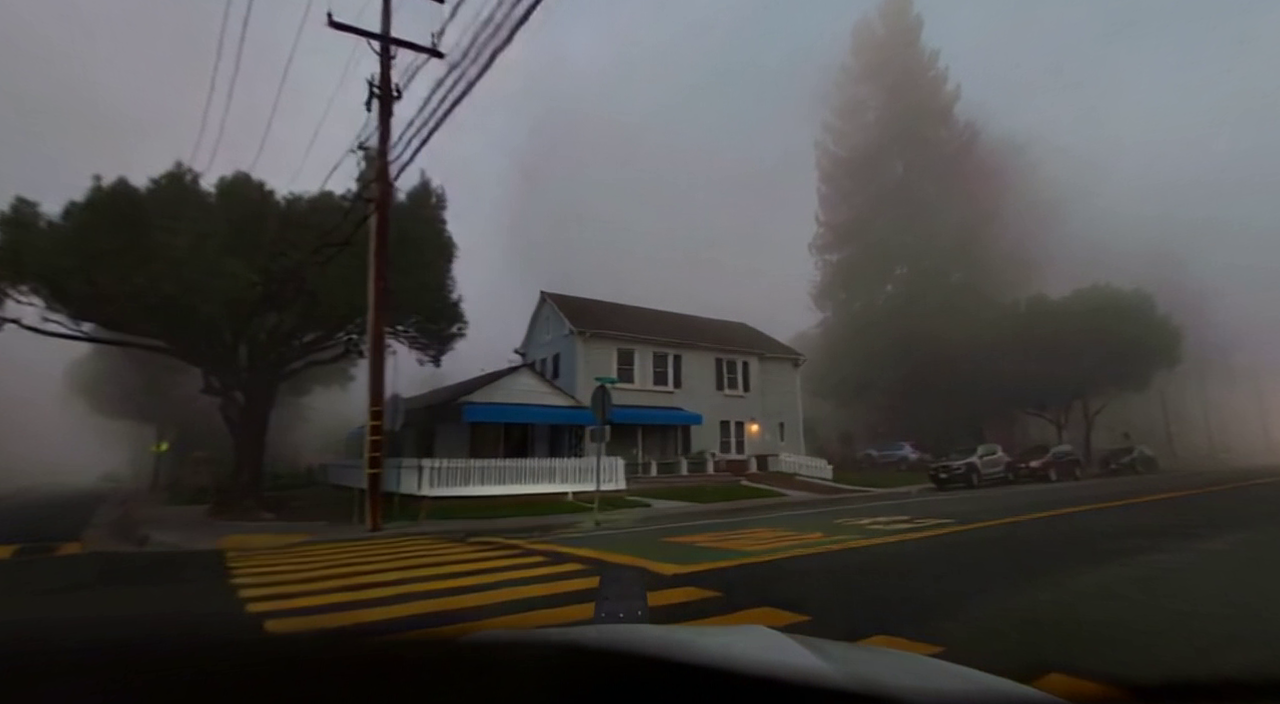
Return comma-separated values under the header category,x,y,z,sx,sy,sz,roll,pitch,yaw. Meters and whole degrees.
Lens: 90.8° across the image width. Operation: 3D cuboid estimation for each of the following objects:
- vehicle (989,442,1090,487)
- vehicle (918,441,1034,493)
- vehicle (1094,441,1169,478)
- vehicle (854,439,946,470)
category,x,y,z,sx,sy,sz,roll,pitch,yaw
vehicle,16.935,4.697,26.731,4.318,1.723,1.913,6,-10,-34
vehicle,12.661,4.245,23.733,4.509,1.775,1.975,6,-11,-36
vehicle,26.206,5.674,33.621,4.274,1.785,1.970,6,-11,-37
vehicle,15.239,6.020,37.272,2.033,1.725,4.492,7,-11,-39
